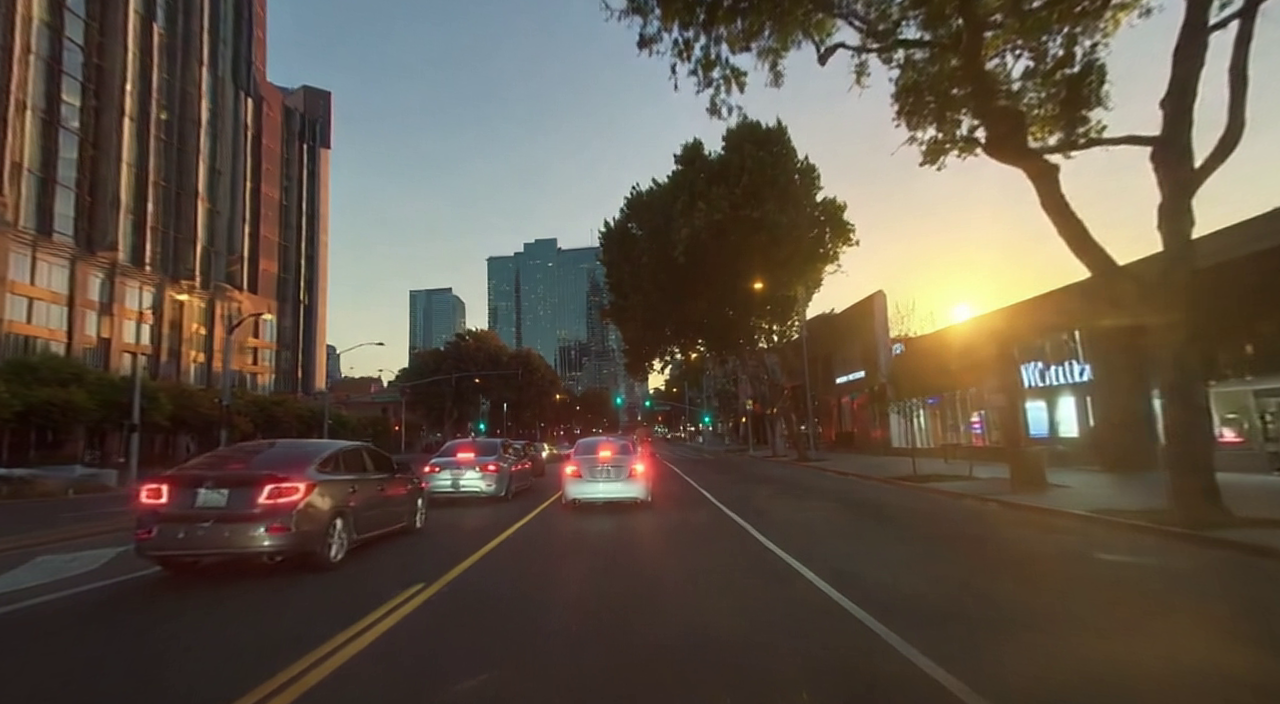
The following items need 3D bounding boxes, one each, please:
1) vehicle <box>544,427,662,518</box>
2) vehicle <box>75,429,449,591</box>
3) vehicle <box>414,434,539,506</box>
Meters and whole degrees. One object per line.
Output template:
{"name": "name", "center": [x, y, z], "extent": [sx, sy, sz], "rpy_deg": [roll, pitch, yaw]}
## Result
{"name": "vehicle", "center": [-0.651, 2.378, 12.962], "extent": [2.042, 1.555, 3.912], "rpy_deg": [0, -9, -1]}
{"name": "vehicle", "center": [-4.152, 1.789, 8.090], "extent": [2.020, 1.457, 4.496], "rpy_deg": [0, -9, 0]}
{"name": "vehicle", "center": [-3.759, 2.795, 15.362], "extent": [1.950, 1.487, 4.130], "rpy_deg": [0, -9, 0]}
